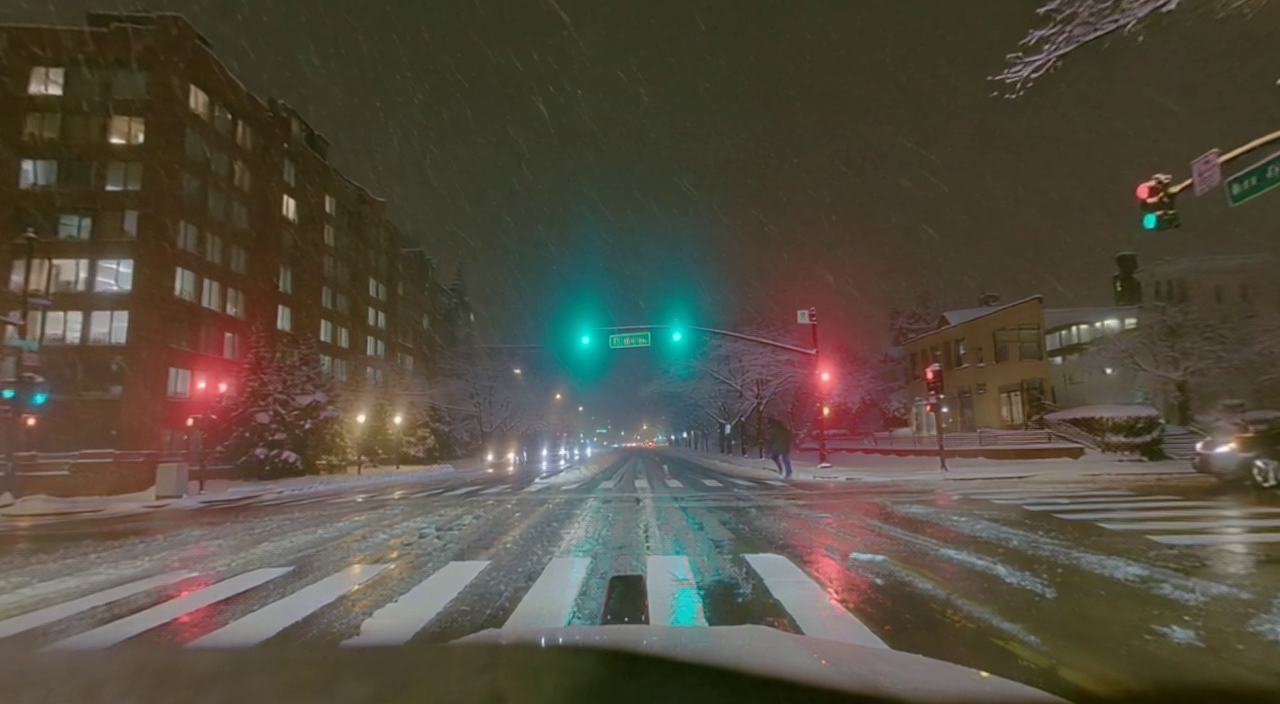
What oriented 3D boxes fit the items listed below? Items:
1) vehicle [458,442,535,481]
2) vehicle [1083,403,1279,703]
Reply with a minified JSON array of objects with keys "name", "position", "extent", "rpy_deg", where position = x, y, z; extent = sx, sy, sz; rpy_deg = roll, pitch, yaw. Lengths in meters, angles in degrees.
[{"name":"vehicle","position":[-5.880,4.542,26.473],"extent":[2.127,1.473,4.428],"rpy_deg":[0,-8,1]},{"name":"vehicle","position":[2.961,0.675,0.234],"extent":[2.039,1.519,4.846],"rpy_deg":[0,-8,0]}]
